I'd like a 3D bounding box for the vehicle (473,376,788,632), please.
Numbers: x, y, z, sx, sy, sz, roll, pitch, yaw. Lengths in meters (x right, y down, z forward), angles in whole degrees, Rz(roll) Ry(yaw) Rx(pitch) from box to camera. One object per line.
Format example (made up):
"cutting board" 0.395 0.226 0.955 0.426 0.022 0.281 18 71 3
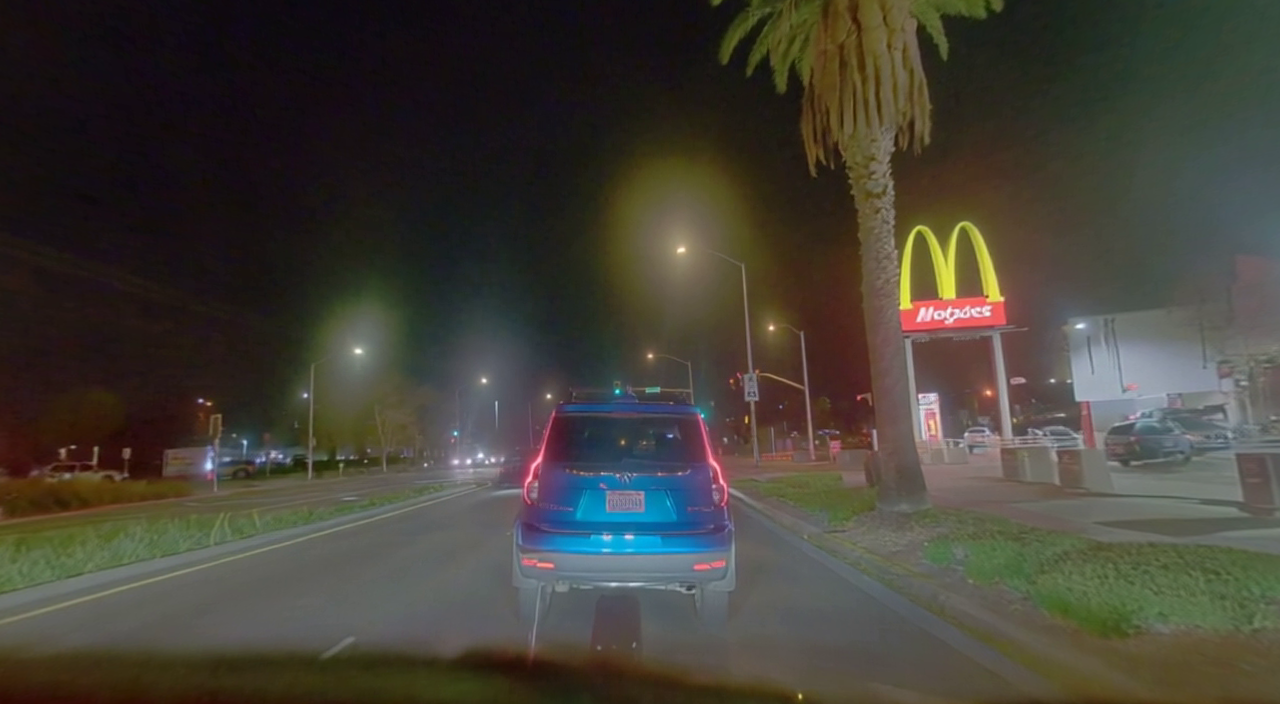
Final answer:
"vehicle" -0.121 1.363 6.530 2.234 1.818 3.869 0 -8 -2

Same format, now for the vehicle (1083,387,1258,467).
"vehicle" 16.113 2.347 19.077 6.060 2.047 2.490 6 -11 -36
